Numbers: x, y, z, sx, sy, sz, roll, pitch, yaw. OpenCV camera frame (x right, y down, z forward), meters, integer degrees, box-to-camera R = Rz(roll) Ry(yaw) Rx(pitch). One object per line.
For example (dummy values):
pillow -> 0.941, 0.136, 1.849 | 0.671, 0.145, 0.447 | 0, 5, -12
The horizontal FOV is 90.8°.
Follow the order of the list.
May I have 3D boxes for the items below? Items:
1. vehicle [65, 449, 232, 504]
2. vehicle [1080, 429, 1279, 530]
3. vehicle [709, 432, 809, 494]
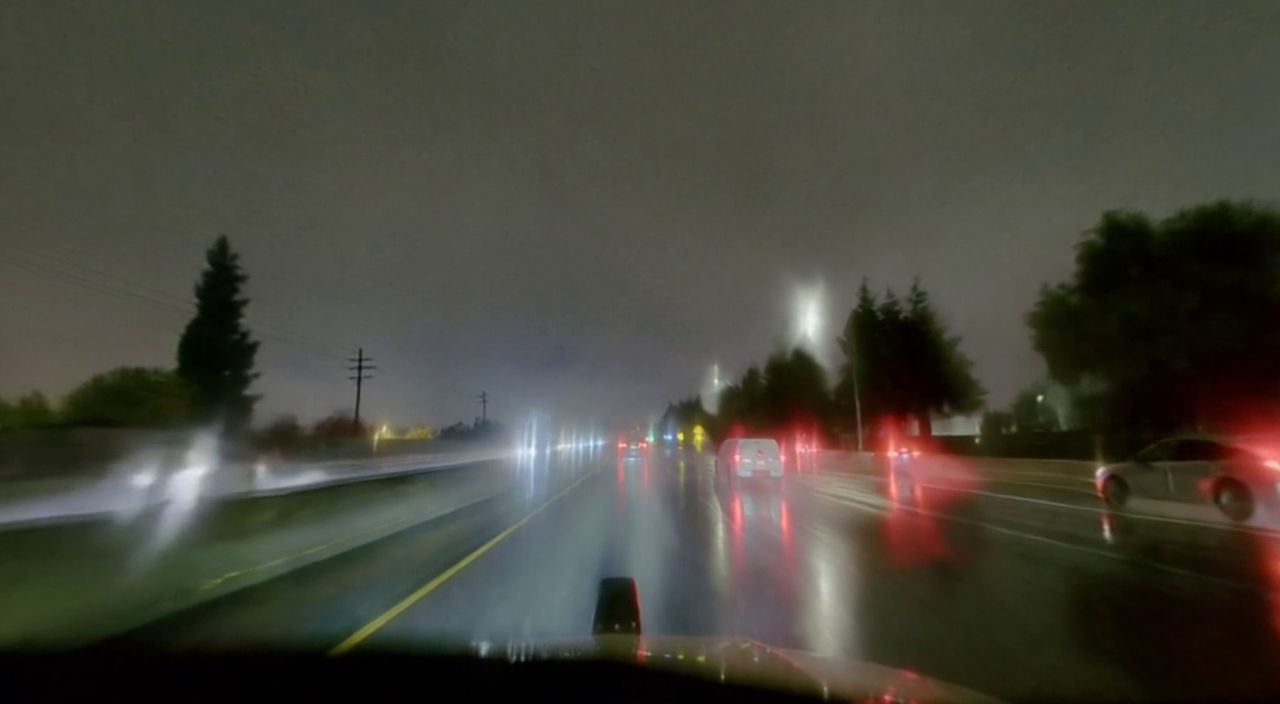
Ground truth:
vehicle -> -15.184, 3.818, 19.879 | 1.851, 1.513, 4.241 | 0, -9, 0
vehicle -> 10.640, 2.167, 11.145 | 1.987, 1.502, 5.130 | 0, -9, -1
vehicle -> 3.343, 3.213, 18.612 | 2.018, 1.600, 4.121 | 0, -9, -2
